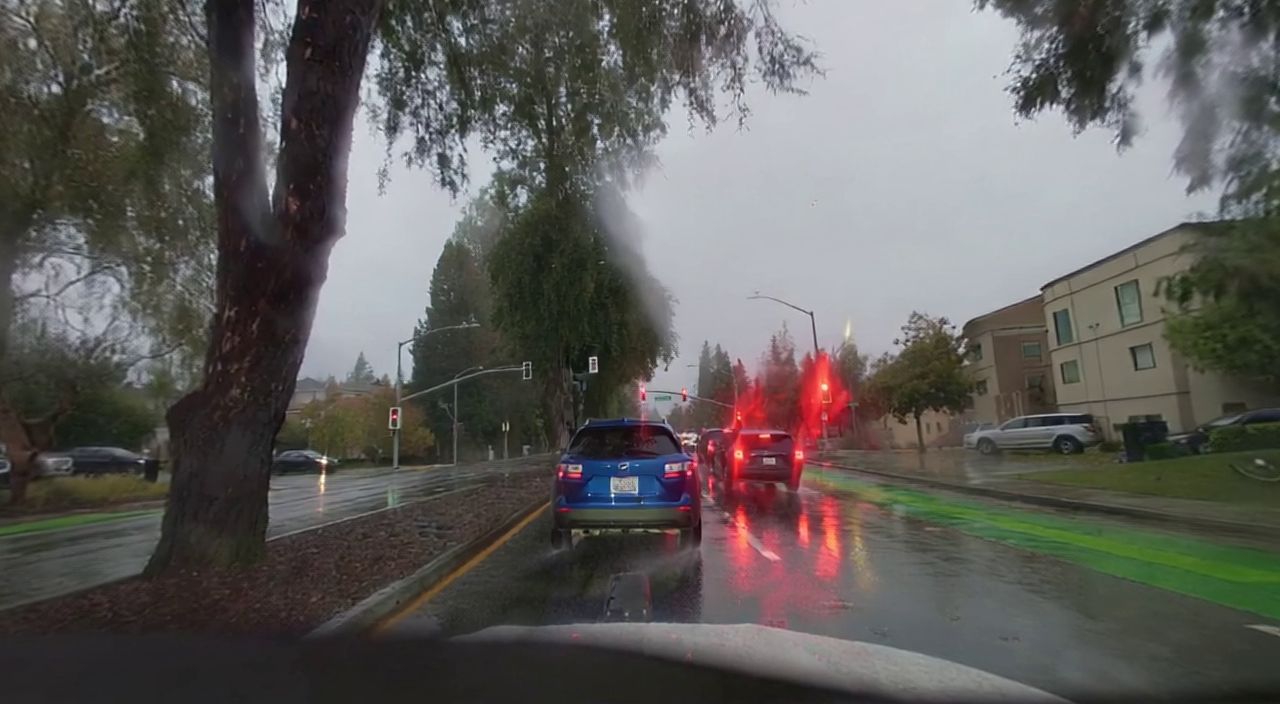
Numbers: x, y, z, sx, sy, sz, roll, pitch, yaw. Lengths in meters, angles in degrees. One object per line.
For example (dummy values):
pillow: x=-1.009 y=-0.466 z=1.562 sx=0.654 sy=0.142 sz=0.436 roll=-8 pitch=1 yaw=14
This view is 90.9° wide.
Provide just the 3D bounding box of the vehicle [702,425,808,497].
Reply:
vehicle: x=3.163 y=3.122 z=18.452 sx=2.189 sy=1.815 sz=4.495 roll=0 pitch=-8 yaw=-1

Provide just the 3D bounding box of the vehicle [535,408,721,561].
vehicle: x=-0.121 y=1.802 z=9.217 sx=2.109 sy=1.730 sz=3.963 roll=0 pitch=-8 yaw=0
